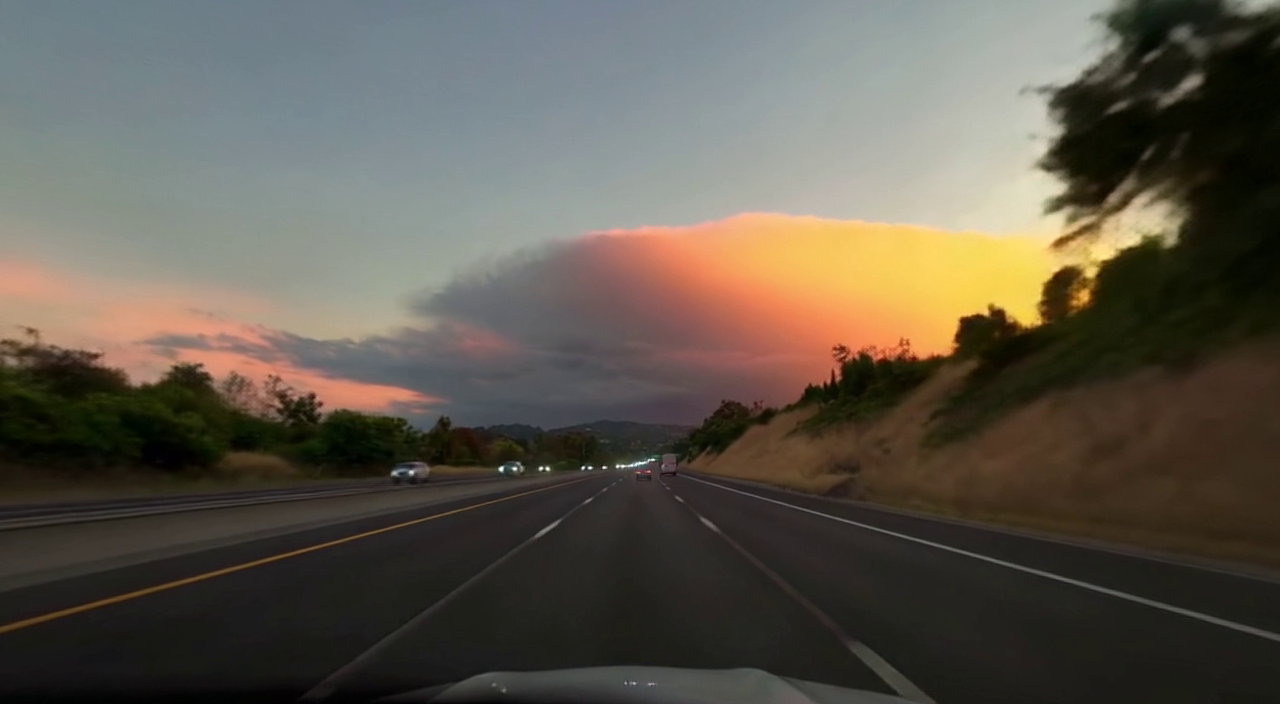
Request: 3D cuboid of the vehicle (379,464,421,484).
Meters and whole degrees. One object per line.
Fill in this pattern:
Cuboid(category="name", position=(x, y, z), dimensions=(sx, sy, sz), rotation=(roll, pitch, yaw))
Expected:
Cuboid(category="vehicle", position=(-18.864, 9.604, 49.708), dimensions=(1.716, 1.454, 3.893), rotation=(1, -10, 1))
